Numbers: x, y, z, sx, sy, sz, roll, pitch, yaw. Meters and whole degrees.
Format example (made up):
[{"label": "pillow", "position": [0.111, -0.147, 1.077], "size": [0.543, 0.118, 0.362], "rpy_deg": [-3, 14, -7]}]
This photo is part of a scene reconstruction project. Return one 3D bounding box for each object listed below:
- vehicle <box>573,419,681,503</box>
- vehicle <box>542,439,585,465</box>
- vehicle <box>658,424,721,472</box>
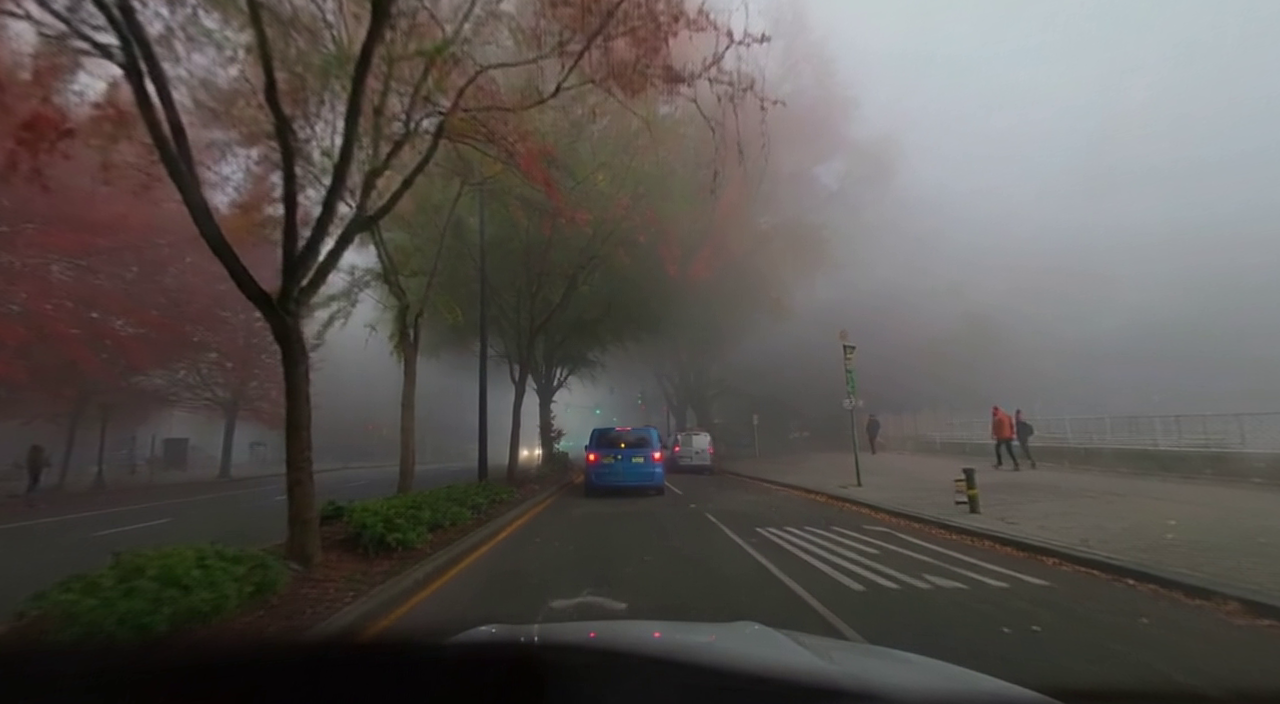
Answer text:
[{"label": "vehicle", "position": [-0.325, 2.569, 15.290], "size": [2.274, 1.736, 4.083], "rpy_deg": [0, -8, -2]}, {"label": "vehicle", "position": [-4.461, 5.901, 37.395], "size": [2.096, 1.415, 4.515], "rpy_deg": [0, -8, -1]}, {"label": "vehicle", "position": [2.127, 4.311, 28.440], "size": [2.147, 1.968, 4.478], "rpy_deg": [1, -8, -5]}]
